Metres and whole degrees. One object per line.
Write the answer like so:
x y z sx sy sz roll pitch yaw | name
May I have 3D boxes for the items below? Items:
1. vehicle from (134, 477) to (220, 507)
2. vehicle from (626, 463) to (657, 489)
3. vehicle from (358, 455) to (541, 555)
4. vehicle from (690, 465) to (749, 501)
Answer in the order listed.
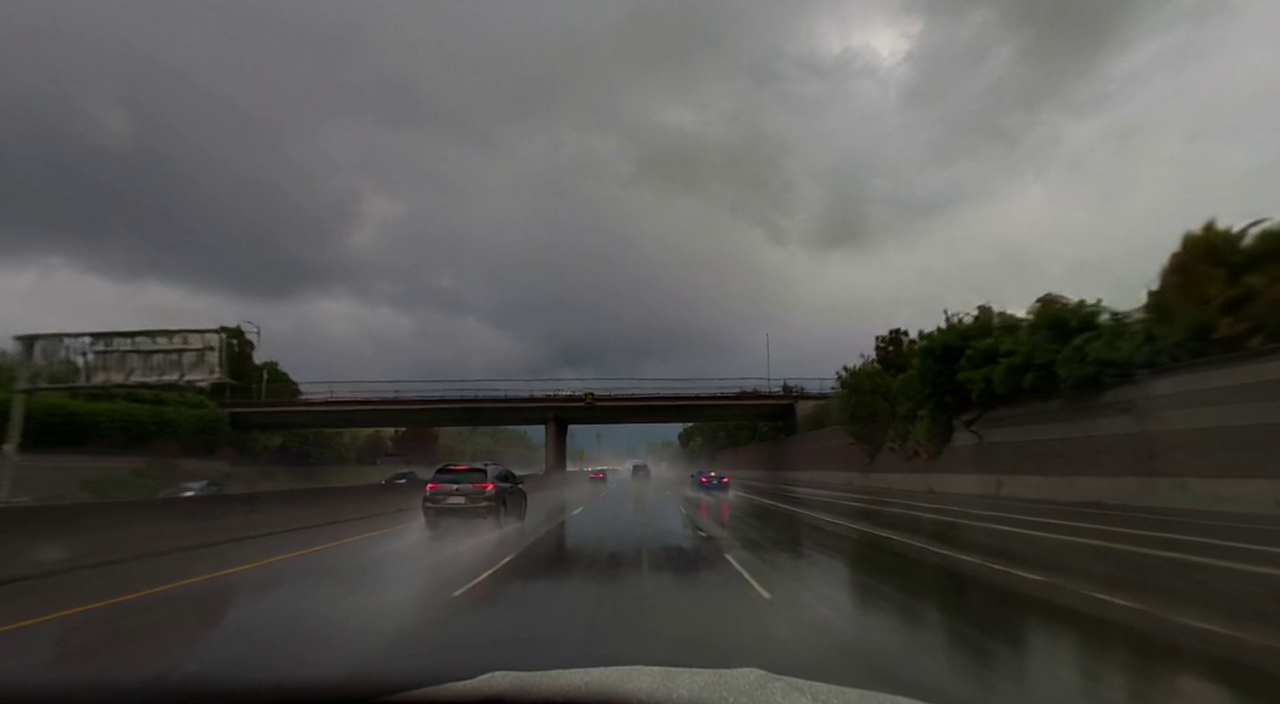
-25.755 7.784 35.105 1.784 1.459 3.728 0 -10 2 | vehicle
0.122 8.925 45.338 2.181 1.698 4.056 1 -10 0 | vehicle
-3.331 2.801 12.054 2.099 1.516 4.308 1 -10 1 | vehicle
3.615 6.055 29.291 2.092 1.518 4.348 1 -10 -1 | vehicle
